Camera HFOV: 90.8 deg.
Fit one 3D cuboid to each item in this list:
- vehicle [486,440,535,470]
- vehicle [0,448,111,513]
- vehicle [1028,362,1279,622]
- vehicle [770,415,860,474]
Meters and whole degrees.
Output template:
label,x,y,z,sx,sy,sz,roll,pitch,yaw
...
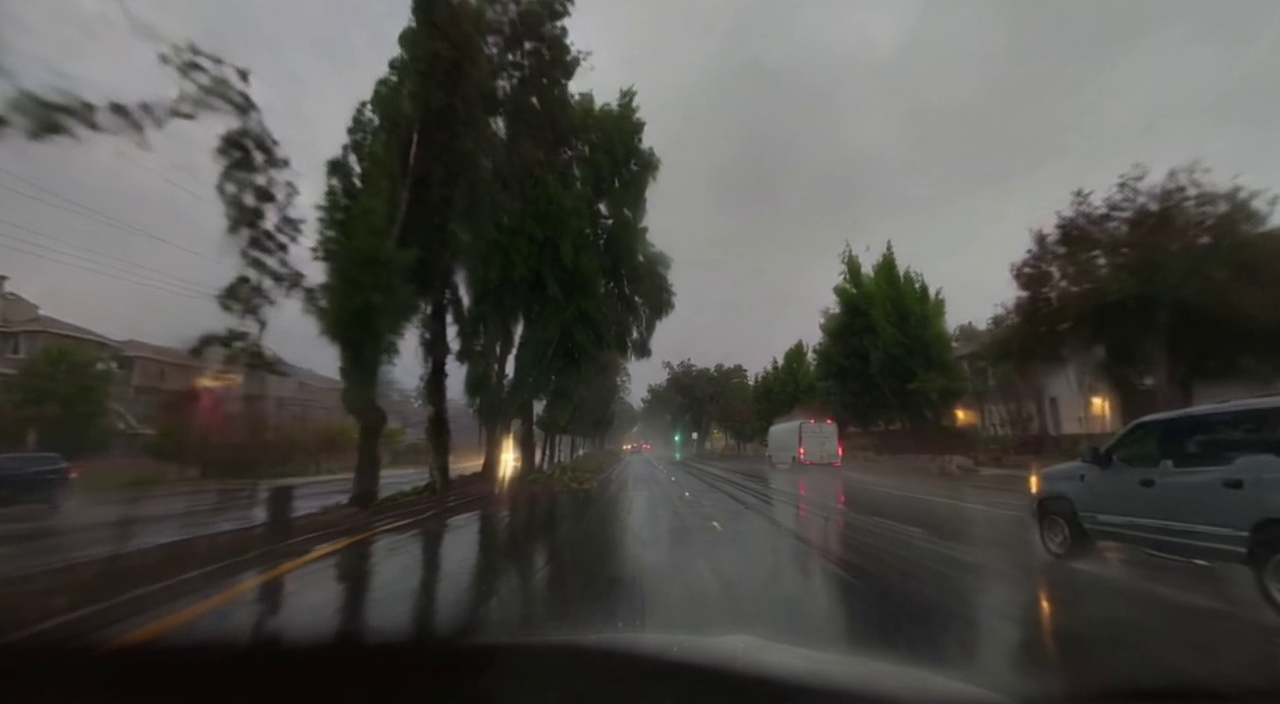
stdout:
label,x,y,z,sx,sy,sz,roll,pitch,yaw
vehicle,-8.478,6.785,41.823,2.189,1.816,4.819,0,-9,1
vehicle,-19.457,3.822,18.943,2.146,1.848,5.680,-1,-9,1
vehicle,6.110,1.044,4.703,2.493,1.956,6.125,0,-9,0
vehicle,10.174,5.536,37.810,2.842,2.993,8.104,-3,-8,-1
